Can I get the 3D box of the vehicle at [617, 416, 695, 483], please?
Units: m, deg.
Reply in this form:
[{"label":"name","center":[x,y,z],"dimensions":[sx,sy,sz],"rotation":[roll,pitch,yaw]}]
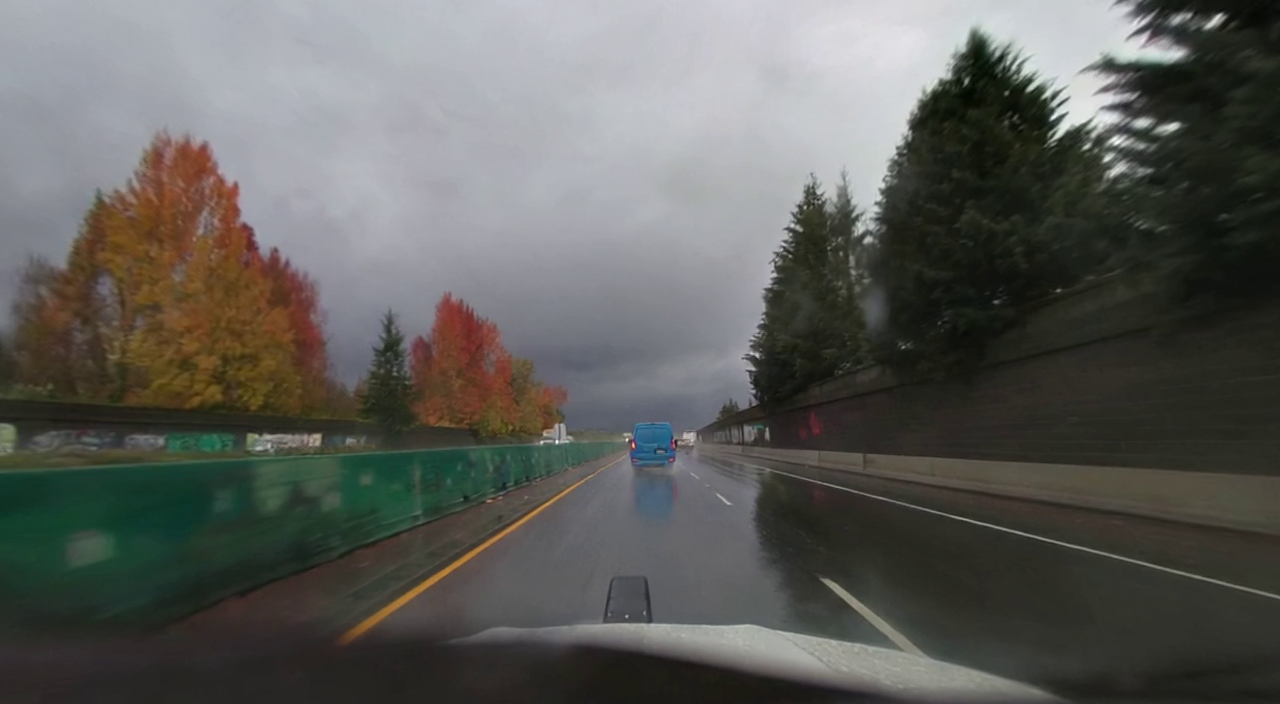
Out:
[{"label":"vehicle","center":[0.472,3.209,20.795],"dimensions":[2.283,1.956,4.421],"rotation":[0,-8,0]}]
